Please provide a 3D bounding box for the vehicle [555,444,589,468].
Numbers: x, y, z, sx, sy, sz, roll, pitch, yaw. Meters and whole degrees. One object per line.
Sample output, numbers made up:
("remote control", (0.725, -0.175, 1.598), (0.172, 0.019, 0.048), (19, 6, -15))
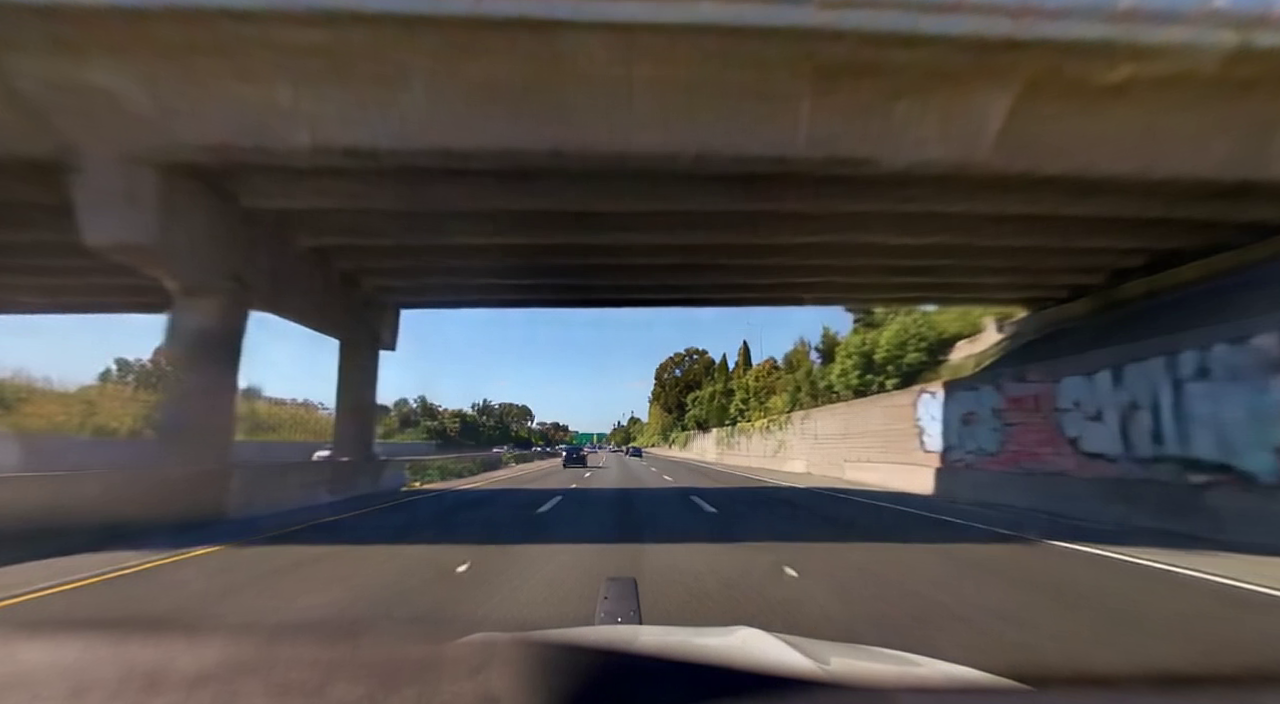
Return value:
("vehicle", (-4.331, 6.711, 40.563), (1.871, 1.459, 3.771), (0, -9, -1))
